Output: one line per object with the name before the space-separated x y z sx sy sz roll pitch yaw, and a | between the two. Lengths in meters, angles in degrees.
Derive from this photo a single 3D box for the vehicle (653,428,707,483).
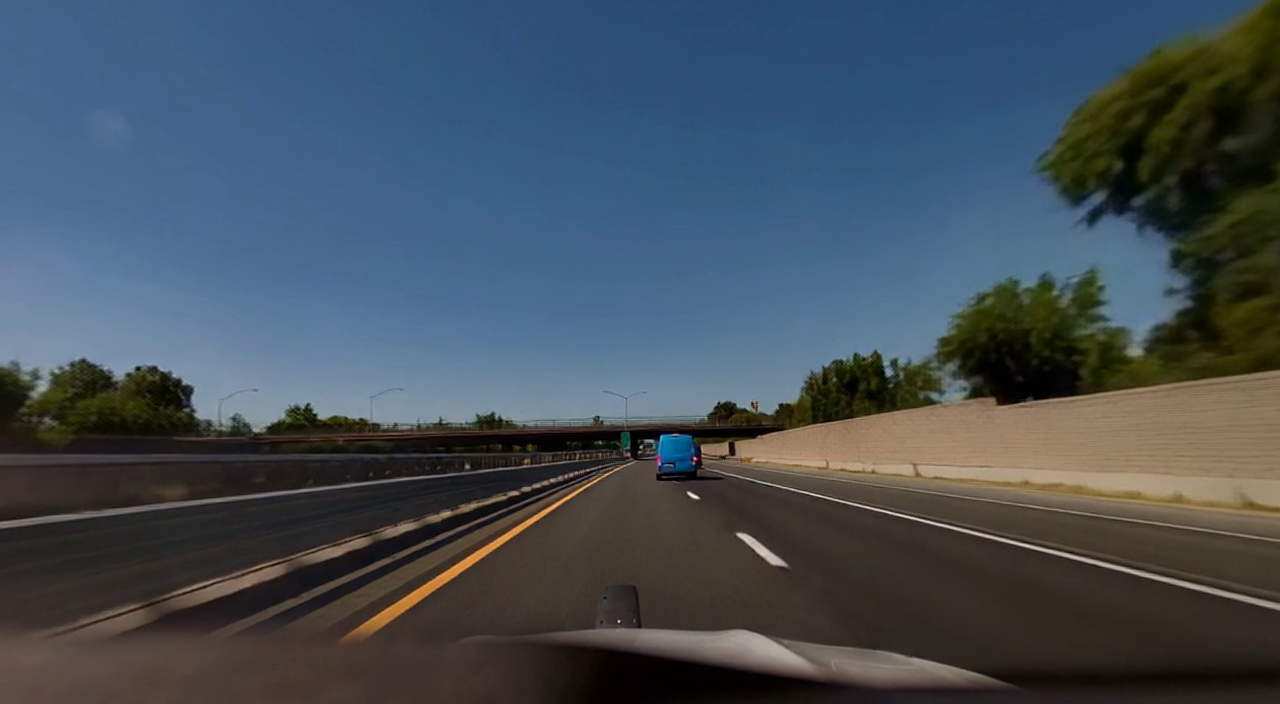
vehicle | 1.969 5.396 32.899 2.560 2.598 5.581 0 -9 1
